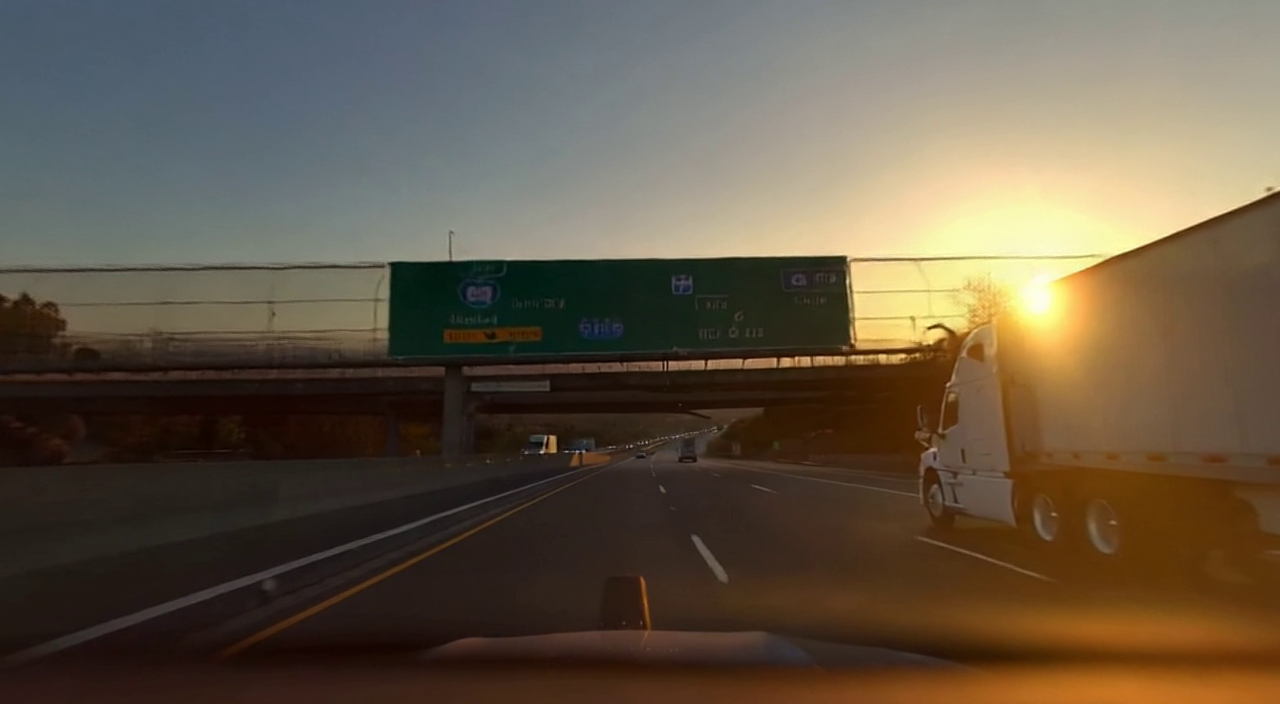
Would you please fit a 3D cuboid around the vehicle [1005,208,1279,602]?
[{"bbox_3d":[6.601,0.425,5.103,2.690,3.197,7.515,0,-9,0],"label":"vehicle"}]
